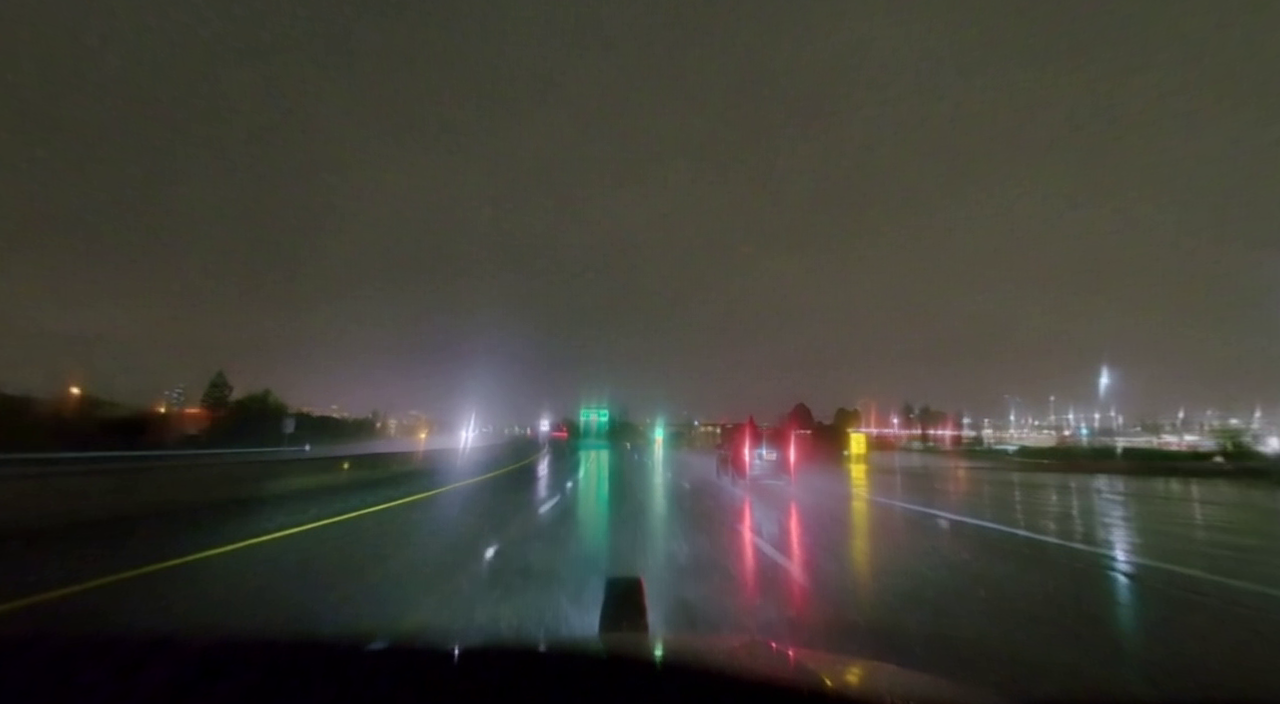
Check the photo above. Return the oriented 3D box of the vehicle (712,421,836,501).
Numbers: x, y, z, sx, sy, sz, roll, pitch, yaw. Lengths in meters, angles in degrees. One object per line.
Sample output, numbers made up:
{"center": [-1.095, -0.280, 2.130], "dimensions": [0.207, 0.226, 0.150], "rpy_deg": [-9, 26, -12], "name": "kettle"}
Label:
{"center": [3.145, 2.674, 15.812], "dimensions": [2.059, 1.715, 4.192], "rpy_deg": [0, -8, -2], "name": "vehicle"}
